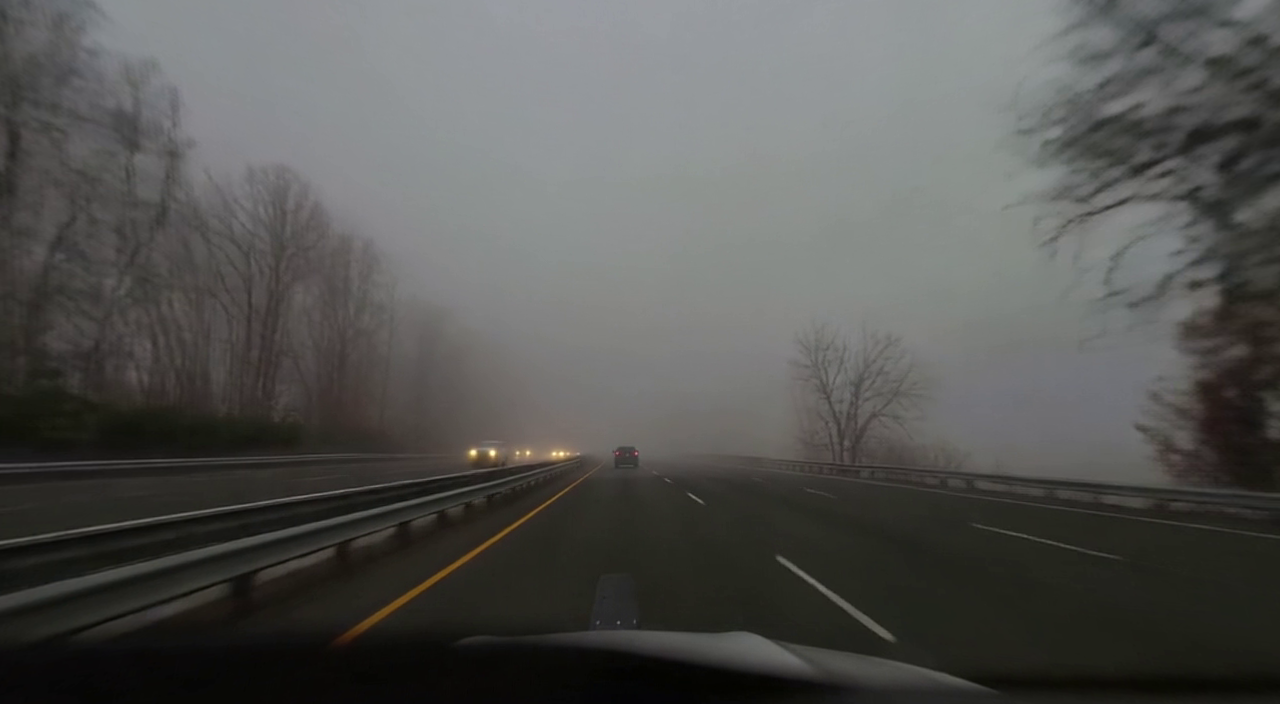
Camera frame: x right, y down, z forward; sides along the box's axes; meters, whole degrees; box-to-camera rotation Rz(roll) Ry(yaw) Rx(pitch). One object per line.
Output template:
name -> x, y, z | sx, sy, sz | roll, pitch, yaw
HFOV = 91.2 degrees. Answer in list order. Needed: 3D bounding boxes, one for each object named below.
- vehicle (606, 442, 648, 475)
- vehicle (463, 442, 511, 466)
vehicle -> -0.729, 5.867, 34.667 | 2.151, 1.693, 4.201 | 0, -9, -2
vehicle -> -10.447, 7.026, 43.142 | 2.128, 1.510, 5.066 | 0, -9, -1
